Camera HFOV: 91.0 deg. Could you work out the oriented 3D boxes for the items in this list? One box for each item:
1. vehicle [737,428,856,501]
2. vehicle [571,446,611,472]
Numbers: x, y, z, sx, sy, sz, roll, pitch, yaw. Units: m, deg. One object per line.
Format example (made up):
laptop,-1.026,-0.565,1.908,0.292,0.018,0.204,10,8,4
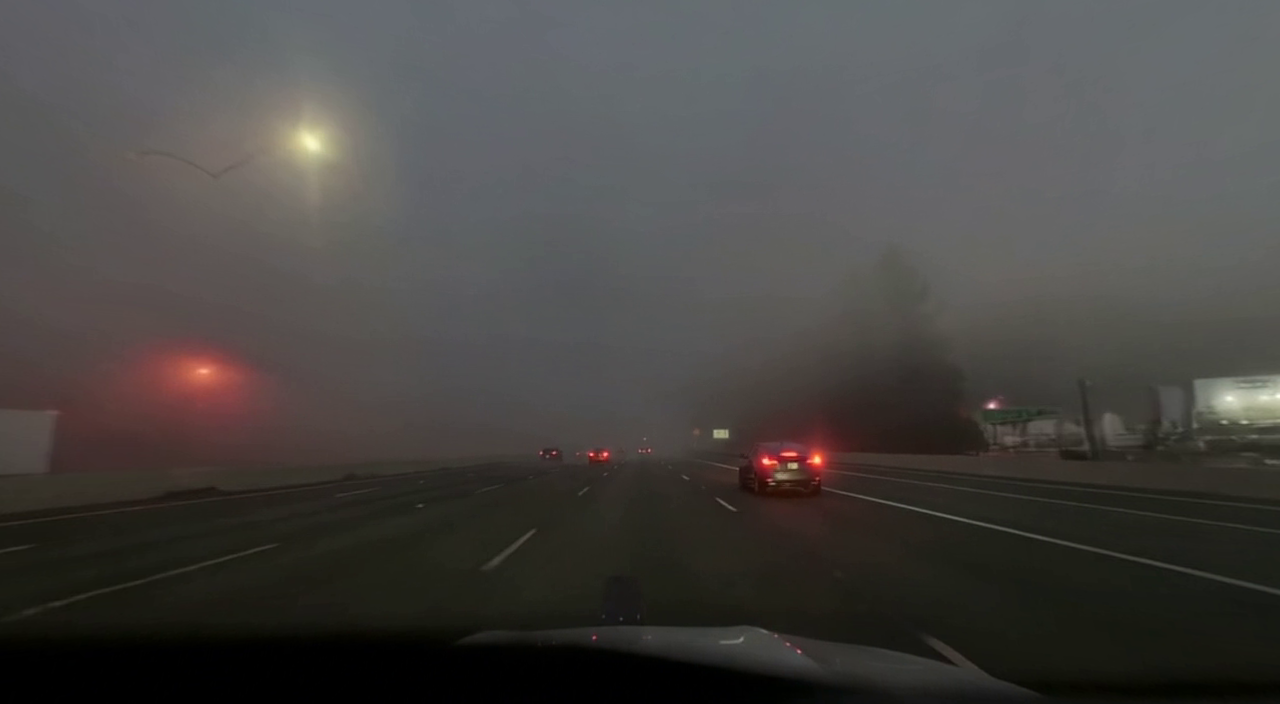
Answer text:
vehicle,4.234,3.135,17.949,2.109,1.764,4.704,0,-9,-1
vehicle,-2.965,6.600,39.207,2.139,1.510,4.506,0,-9,0
